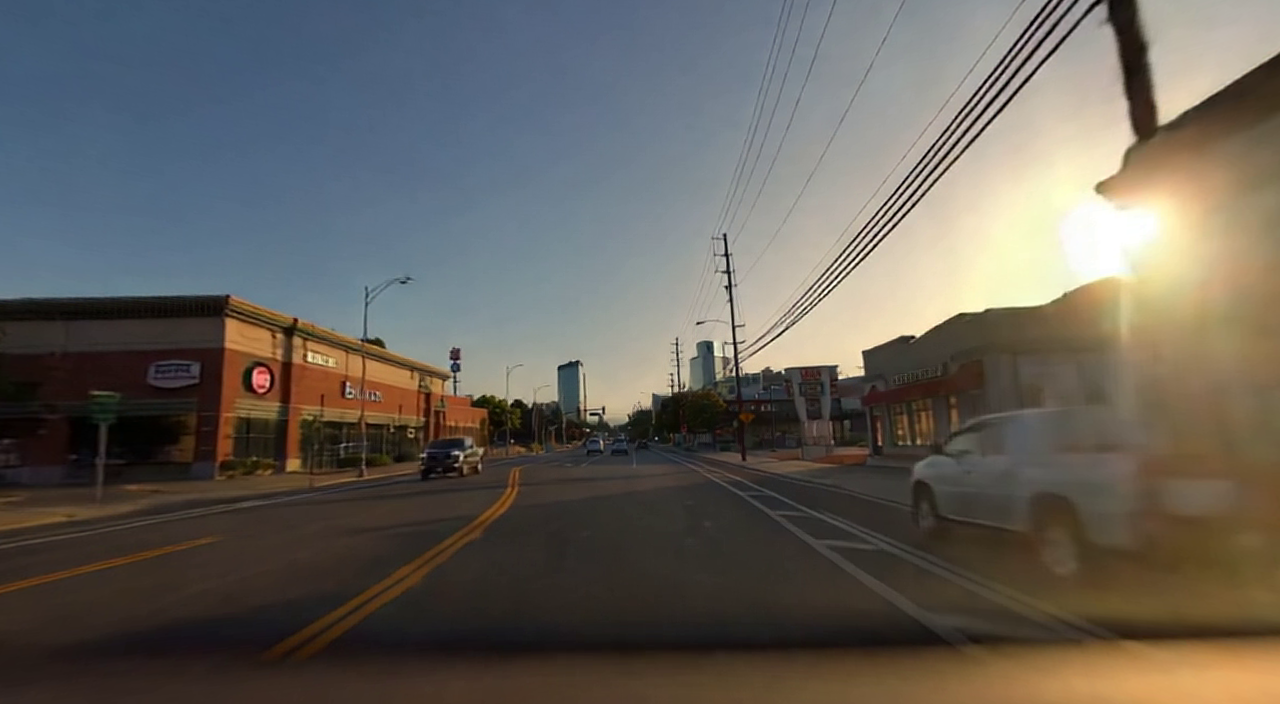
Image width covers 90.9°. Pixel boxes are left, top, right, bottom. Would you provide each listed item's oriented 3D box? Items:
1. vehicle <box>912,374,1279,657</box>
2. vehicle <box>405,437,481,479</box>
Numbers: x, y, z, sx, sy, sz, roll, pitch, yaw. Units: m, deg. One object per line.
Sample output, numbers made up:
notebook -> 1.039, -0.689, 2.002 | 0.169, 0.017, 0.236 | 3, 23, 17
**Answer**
vehicle -> 4.959, 1.419, 6.548 | 2.182, 1.850, 4.705 | 0, -9, 1
vehicle -> -8.654, 4.685, 28.113 | 1.973, 1.704, 4.476 | 0, -9, -1
